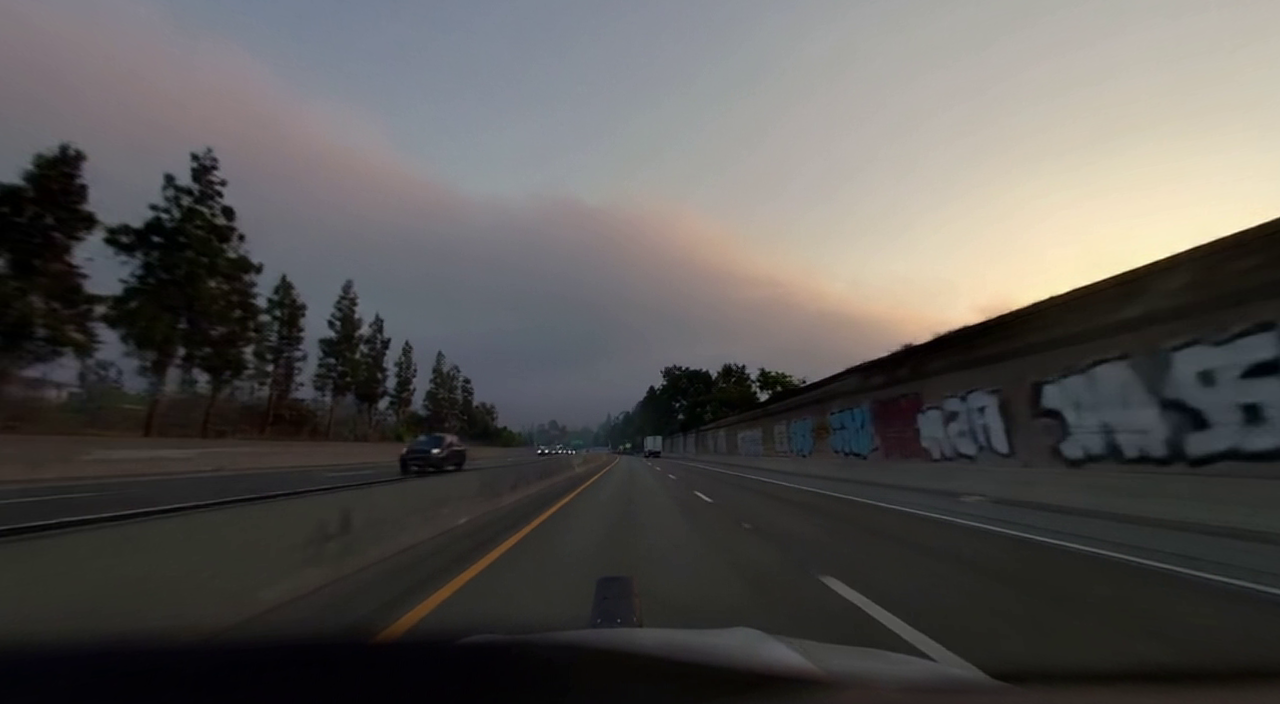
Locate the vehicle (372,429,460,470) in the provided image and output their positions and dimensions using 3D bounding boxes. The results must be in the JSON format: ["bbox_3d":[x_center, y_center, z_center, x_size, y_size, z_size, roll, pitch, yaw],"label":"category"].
[{"bbox_3d":[-9.150,4.045,26.031,1.965,1.544,4.610,0,-9,0],"label":"vehicle"}]
